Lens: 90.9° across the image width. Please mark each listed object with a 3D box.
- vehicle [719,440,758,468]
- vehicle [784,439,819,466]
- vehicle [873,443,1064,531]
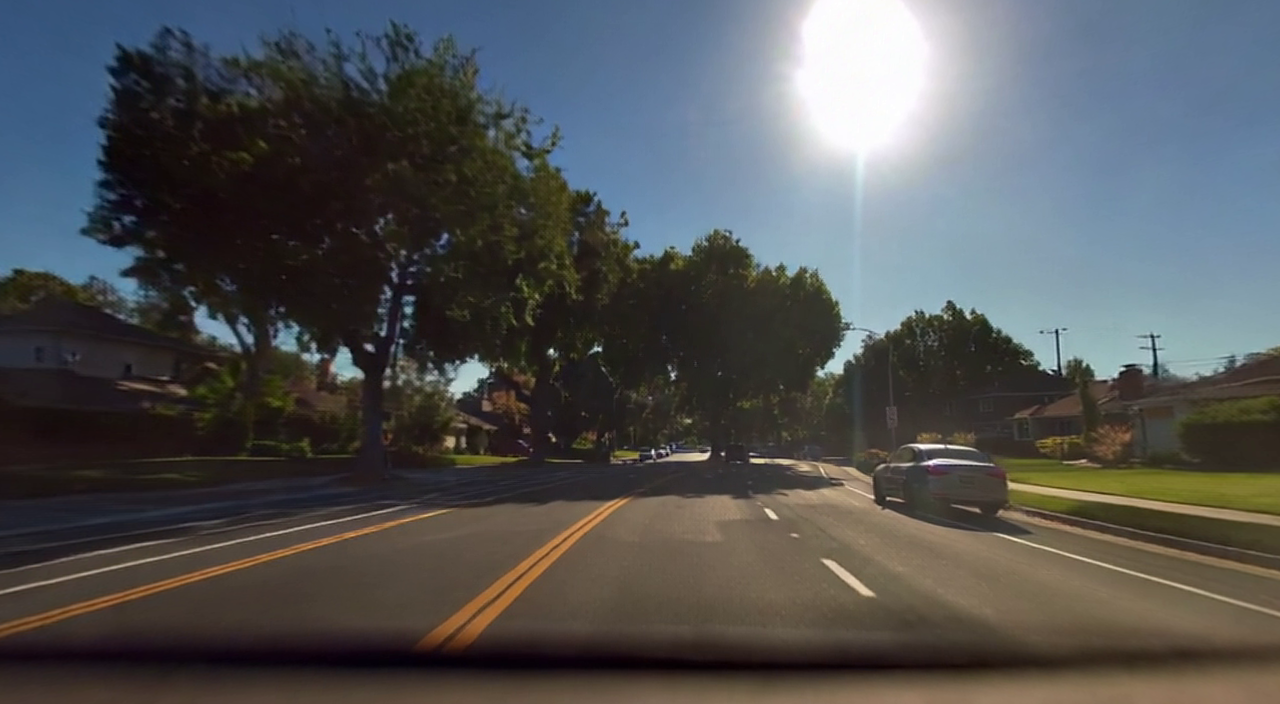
[{"bbox_3d":[6.448,6.600,40.911,2.106,1.667,4.367,-2,-9,13],"label":"vehicle"},{"bbox_3d":[12.188,7.626,47.806,2.059,1.924,4.257,-1,-8,9],"label":"vehicle"},{"bbox_3d":[6.496,2.660,13.135,1.934,1.506,4.282,-1,-8,5],"label":"vehicle"}]
